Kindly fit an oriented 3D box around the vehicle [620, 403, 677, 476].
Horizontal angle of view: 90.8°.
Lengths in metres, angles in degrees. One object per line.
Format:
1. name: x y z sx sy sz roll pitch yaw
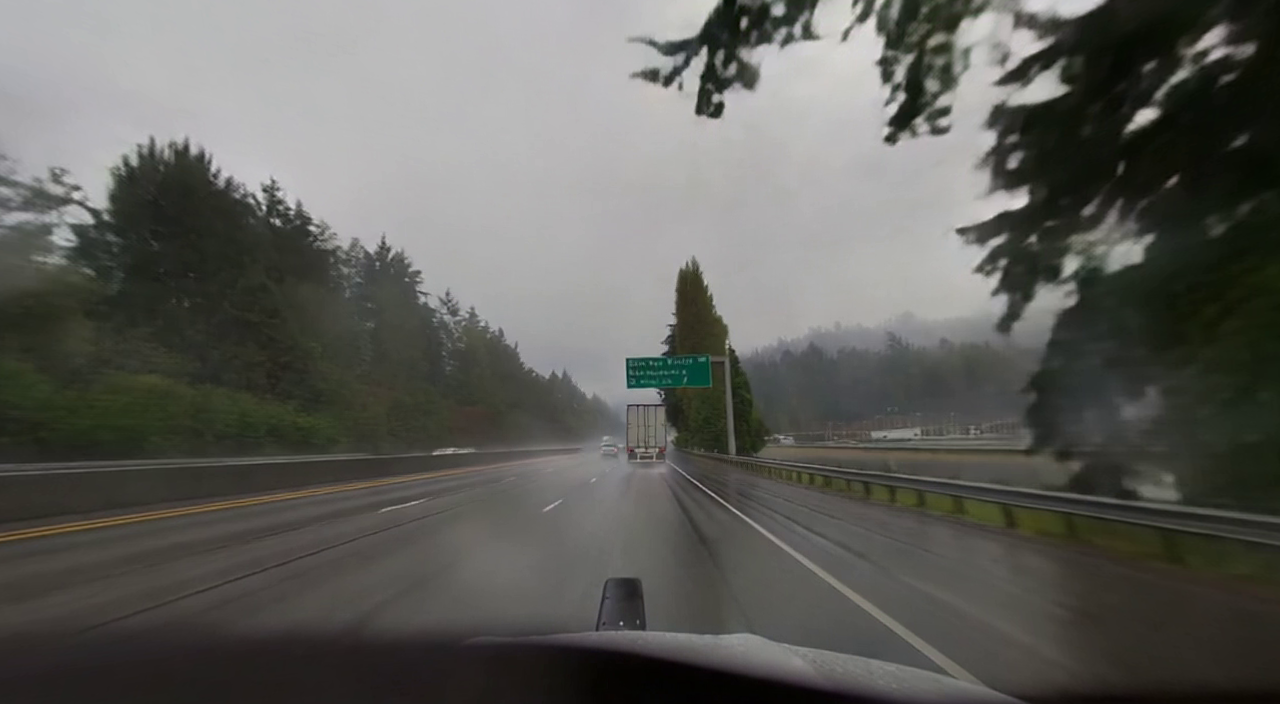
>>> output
1. vehicle: 0.350 5.627 39.679 2.976 3.800 12.335 0 -9 -1
